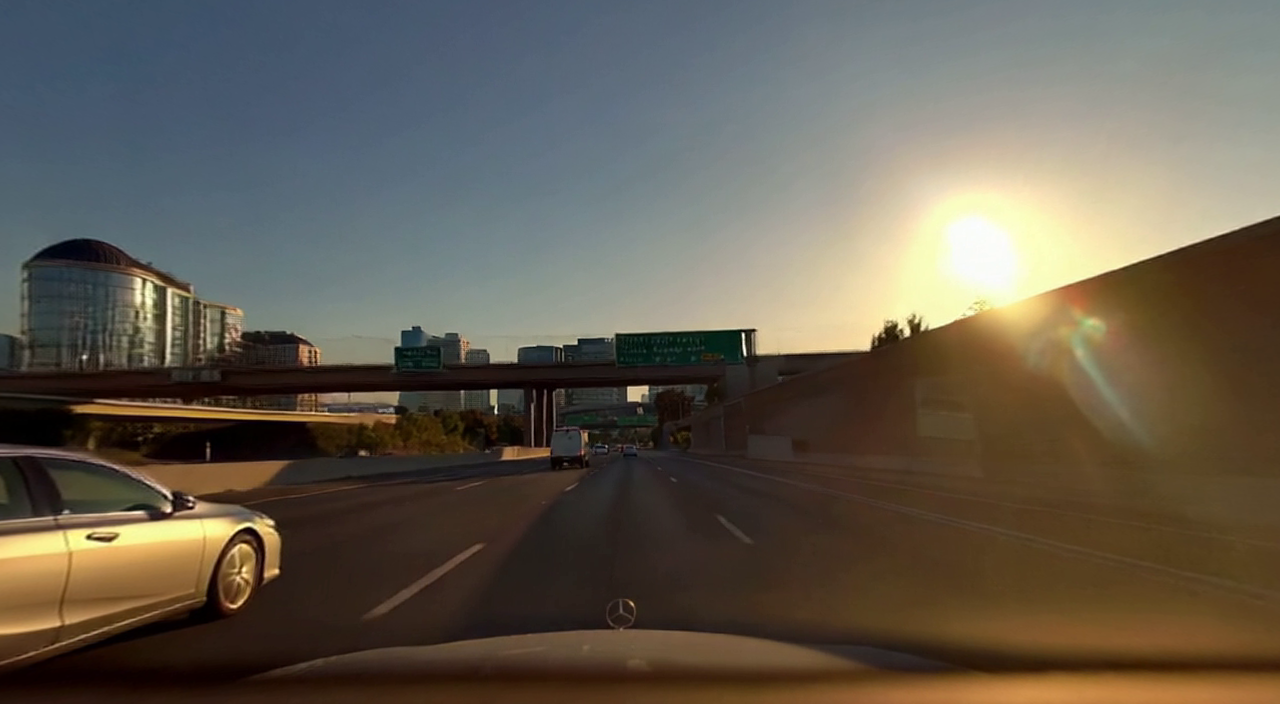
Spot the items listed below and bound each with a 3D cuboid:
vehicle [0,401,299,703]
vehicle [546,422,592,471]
[{"bbox_3d":[-3.990,1.045,3.129,2.025,1.556,4.594,0,-9,0],"label":"vehicle"},{"bbox_3d":[-4.516,6.183,41.351,2.364,2.953,6.732,0,-9,-1],"label":"vehicle"}]
